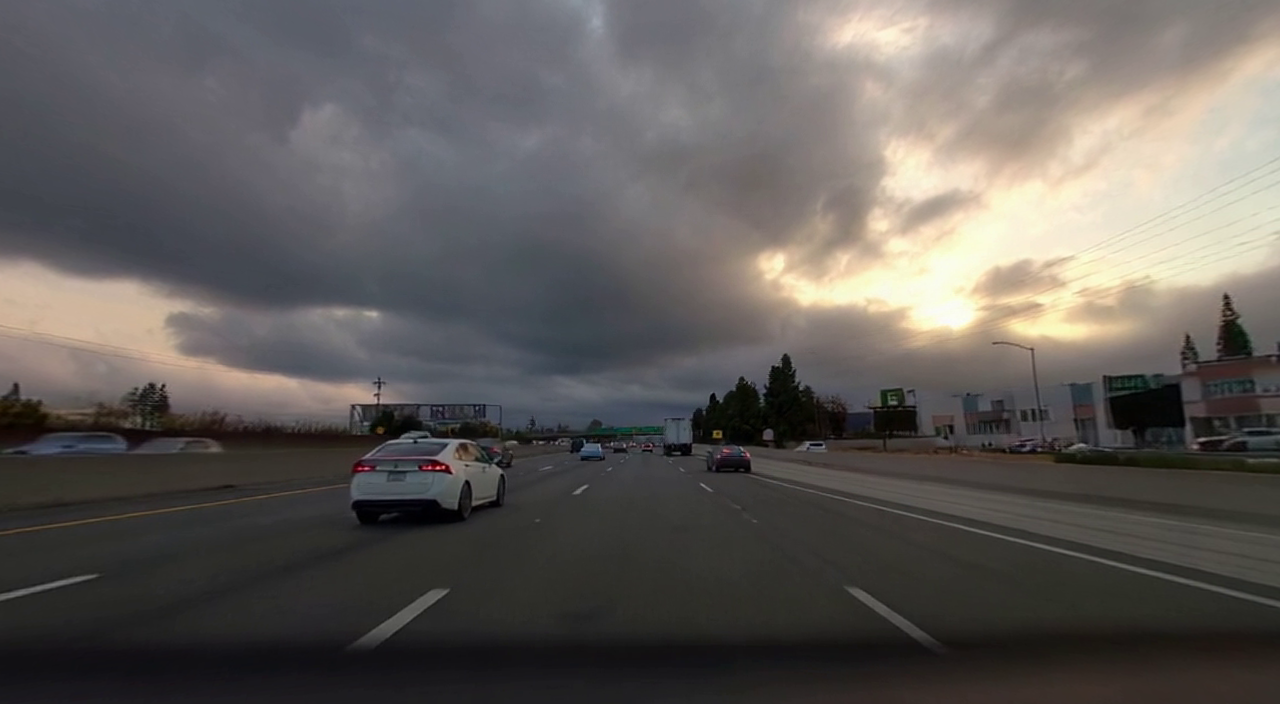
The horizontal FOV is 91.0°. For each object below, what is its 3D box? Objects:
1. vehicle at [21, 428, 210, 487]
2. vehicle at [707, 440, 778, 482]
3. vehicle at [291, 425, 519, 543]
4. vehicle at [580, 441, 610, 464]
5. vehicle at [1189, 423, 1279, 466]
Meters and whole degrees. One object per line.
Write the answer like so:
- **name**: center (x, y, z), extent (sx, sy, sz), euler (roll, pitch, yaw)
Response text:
- **vehicle**: center (-16.197, 3.293, 19.850), extent (2.010, 1.624, 4.481), euler (1, -9, 0)
- **vehicle**: center (4.117, 4.461, 26.069), extent (2.135, 1.532, 4.506), euler (1, -9, -1)
- **vehicle**: center (-3.478, 2.049, 10.381), extent (2.008, 1.504, 4.264), euler (0, -9, 1)
- **vehicle**: center (-3.333, 7.608, 47.732), extent (2.001, 1.577, 4.055), euler (1, -9, 0)
- **vehicle**: center (36.265, 5.441, 36.917), extent (5.729, 2.378, 2.285), euler (0, -9, 2)
